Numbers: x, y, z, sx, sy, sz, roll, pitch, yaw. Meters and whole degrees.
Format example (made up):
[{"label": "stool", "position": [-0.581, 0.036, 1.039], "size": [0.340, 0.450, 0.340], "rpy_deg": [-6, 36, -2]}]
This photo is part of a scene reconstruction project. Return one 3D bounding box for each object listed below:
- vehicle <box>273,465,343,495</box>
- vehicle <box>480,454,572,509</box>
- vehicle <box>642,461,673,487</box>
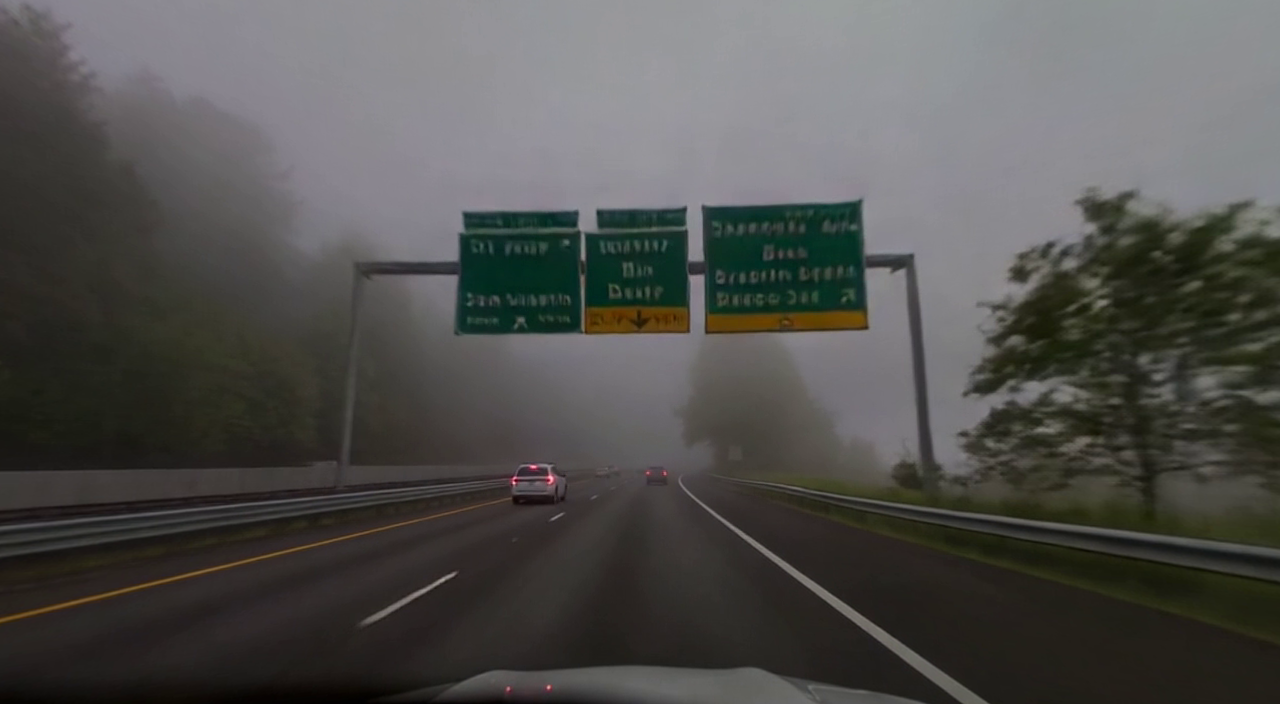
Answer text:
[{"label": "vehicle", "position": [-17.587, 6.758, 33.520], "size": [1.660, 1.446, 3.559], "rpy_deg": [1, -10, 1]}, {"label": "vehicle", "position": [-3.652, 4.293, 21.125], "size": [2.063, 1.556, 4.740], "rpy_deg": [1, -10, 1]}, {"label": "vehicle", "position": [1.202, 8.217, 42.458], "size": [2.000, 1.594, 3.996], "rpy_deg": [1, -10, 2]}]
